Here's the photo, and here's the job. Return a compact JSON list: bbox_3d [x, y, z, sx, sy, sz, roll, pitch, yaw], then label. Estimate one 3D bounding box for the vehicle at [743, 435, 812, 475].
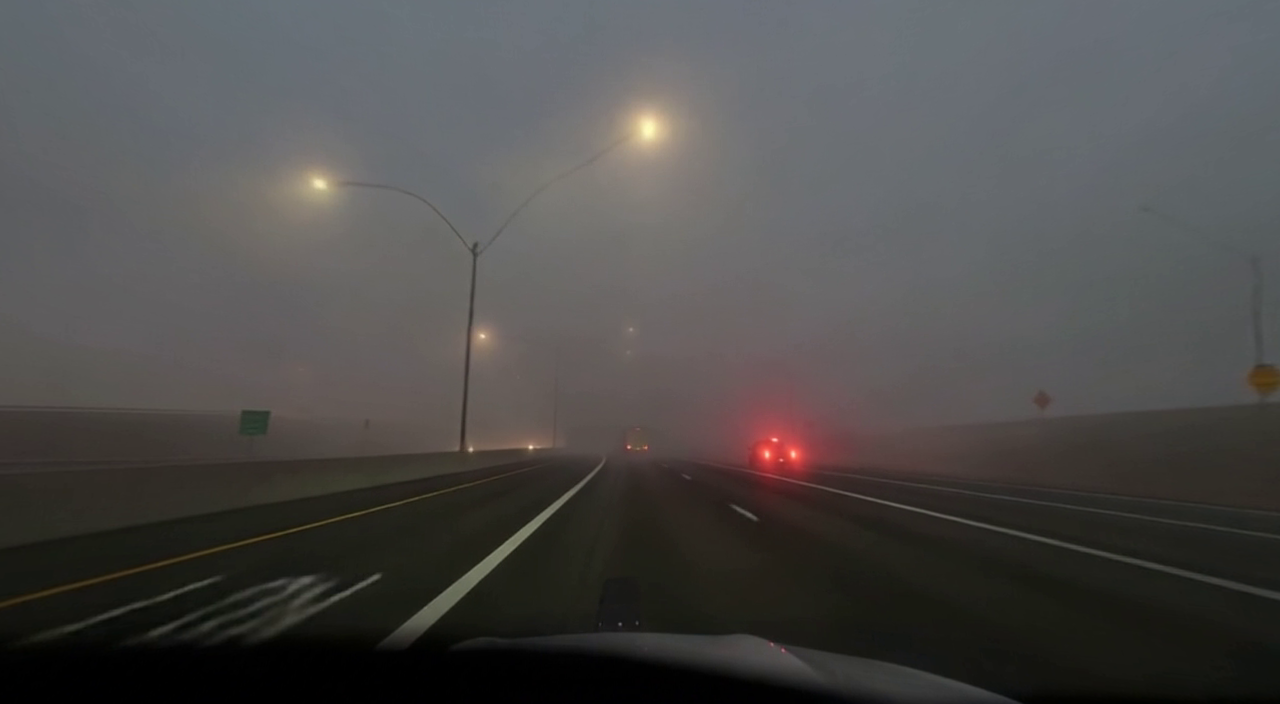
[{"bbox_3d":[6.362,4.827,29.798,2.104,1.723,4.538,0,-9,-2],"label":"vehicle"}]
